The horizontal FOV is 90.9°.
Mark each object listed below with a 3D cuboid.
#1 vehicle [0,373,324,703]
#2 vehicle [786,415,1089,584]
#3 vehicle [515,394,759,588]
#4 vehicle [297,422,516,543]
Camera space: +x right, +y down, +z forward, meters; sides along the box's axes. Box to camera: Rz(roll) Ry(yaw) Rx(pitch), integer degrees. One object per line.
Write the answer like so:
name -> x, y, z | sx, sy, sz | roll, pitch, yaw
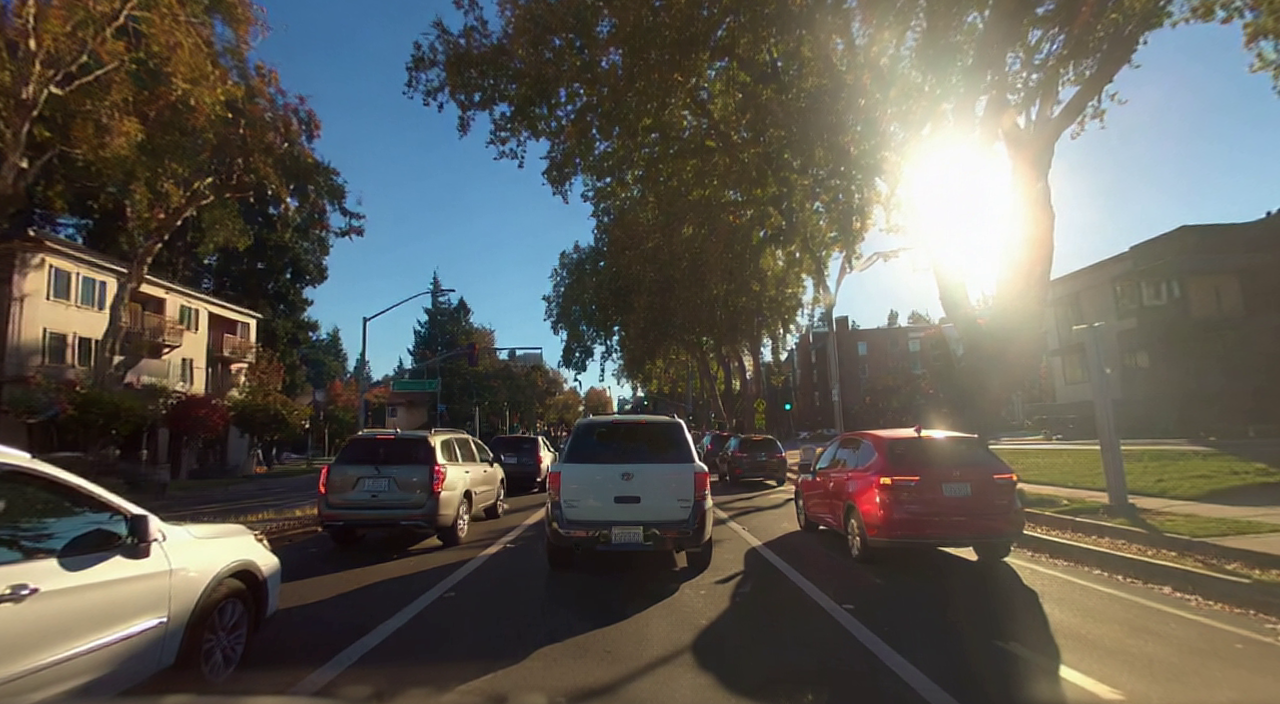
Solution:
vehicle -> -3.779, 0.998, 3.301 | 1.929, 1.641, 4.193 | 0, -8, 2
vehicle -> 3.254, 1.671, 7.860 | 1.922, 1.579, 3.642 | 0, -8, -1
vehicle -> -0.011, 1.552, 7.788 | 2.193, 1.744, 4.033 | 0, -8, 1
vehicle -> -3.659, 2.120, 10.917 | 2.042, 1.641, 4.314 | 0, -8, 1
